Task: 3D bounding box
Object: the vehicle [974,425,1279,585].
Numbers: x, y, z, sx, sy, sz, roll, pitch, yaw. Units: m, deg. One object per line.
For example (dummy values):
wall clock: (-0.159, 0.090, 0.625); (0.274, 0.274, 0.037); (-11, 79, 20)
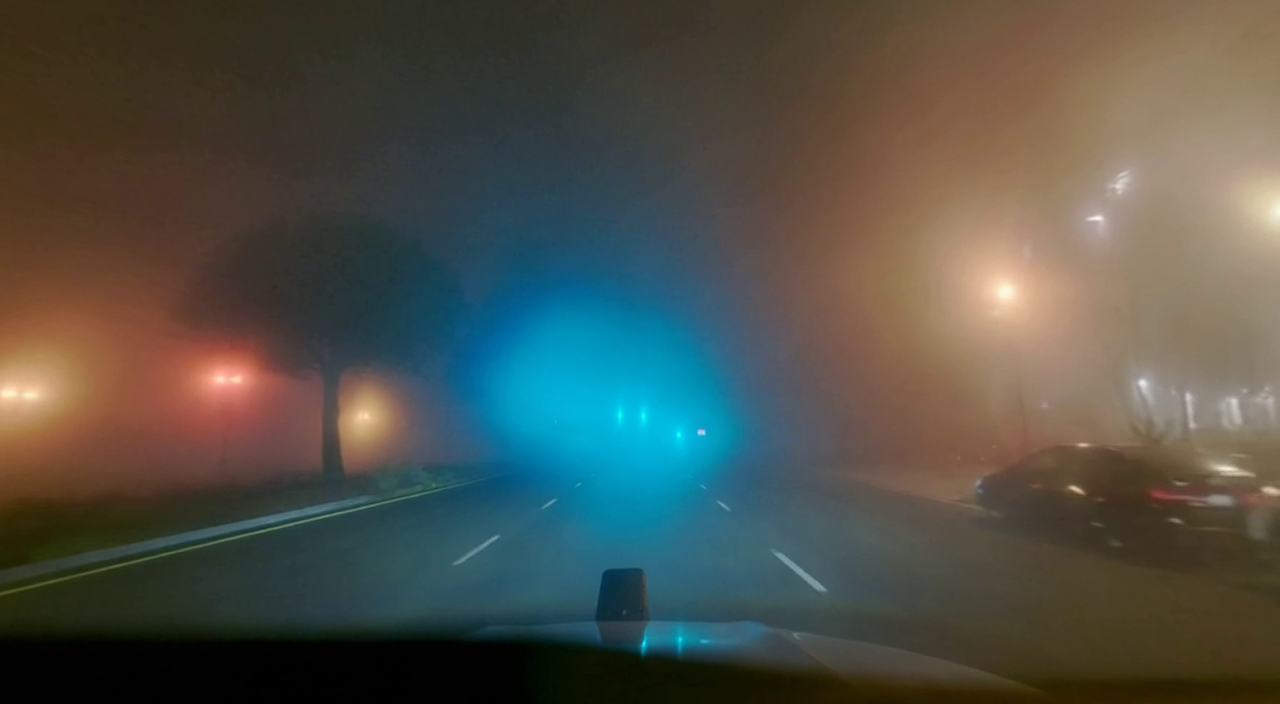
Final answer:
vehicle: (6.719, 1.819, 8.473); (1.872, 1.528, 4.648); (0, -8, 0)
